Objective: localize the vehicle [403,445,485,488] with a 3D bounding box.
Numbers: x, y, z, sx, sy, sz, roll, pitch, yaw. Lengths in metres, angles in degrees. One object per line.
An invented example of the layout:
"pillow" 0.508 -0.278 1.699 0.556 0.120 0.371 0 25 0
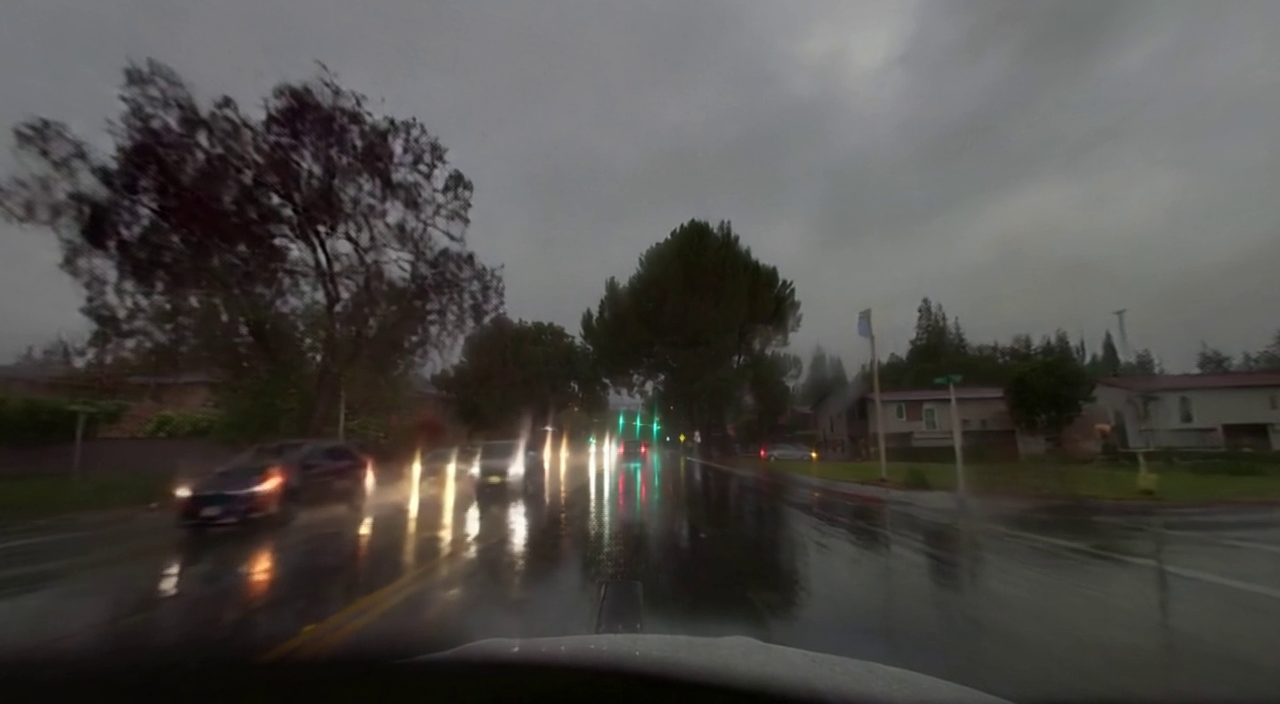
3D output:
"vehicle" -8.034 4.709 26.335 2.054 1.528 4.297 -2 -9 0

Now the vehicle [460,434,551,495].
"vehicle" -4.139 3.523 20.145 1.955 1.723 4.287 0 -9 0

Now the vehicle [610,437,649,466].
"vehicle" -0.654 7.046 44.869 2.554 1.902 5.329 0 -9 1

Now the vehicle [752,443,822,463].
"vehicle" 10.995 7.588 47.439 4.697 1.462 1.881 0 -8 -2

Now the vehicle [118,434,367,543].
"vehicle" -7.446 2.567 12.552 2.069 1.654 4.458 -2 -9 0
